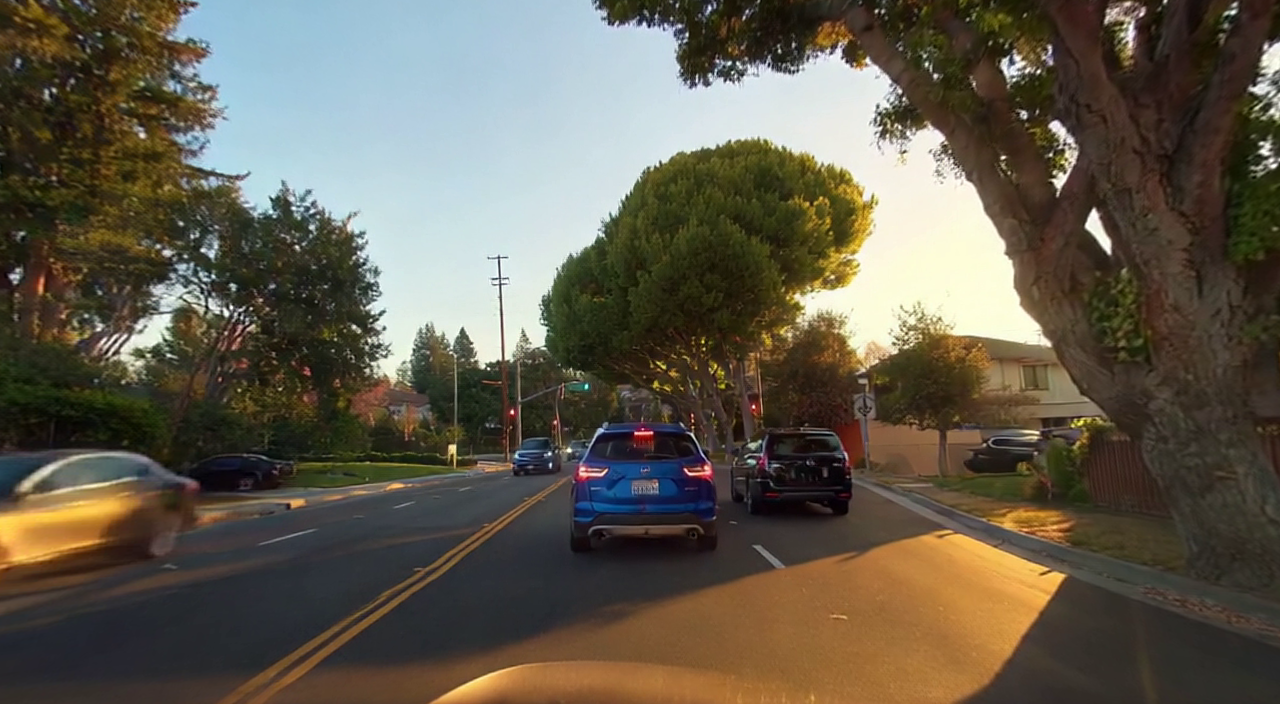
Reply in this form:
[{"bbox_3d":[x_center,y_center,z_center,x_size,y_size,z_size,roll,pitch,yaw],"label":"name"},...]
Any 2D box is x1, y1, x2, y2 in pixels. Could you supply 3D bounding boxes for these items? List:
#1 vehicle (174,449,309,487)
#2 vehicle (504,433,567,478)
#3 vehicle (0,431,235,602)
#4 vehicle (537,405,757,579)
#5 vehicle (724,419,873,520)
[{"bbox_3d":[-16.117,4.678,25.644,4.245,1.446,1.827,0,-8,1],"label":"vehicle"},{"bbox_3d":[-4.920,4.977,30.511,2.138,1.938,5.584,0,-8,-1],"label":"vehicle"},{"bbox_3d":[-7.311,1.854,7.771,1.985,1.672,3.960,0,-8,0],"label":"vehicle"},{"bbox_3d":[0.054,1.676,8.321,2.151,1.695,4.100,0,-8,0],"label":"vehicle"},{"bbox_3d":[3.075,2.382,13.283,1.967,1.756,4.281,0,-8,-1],"label":"vehicle"}]
